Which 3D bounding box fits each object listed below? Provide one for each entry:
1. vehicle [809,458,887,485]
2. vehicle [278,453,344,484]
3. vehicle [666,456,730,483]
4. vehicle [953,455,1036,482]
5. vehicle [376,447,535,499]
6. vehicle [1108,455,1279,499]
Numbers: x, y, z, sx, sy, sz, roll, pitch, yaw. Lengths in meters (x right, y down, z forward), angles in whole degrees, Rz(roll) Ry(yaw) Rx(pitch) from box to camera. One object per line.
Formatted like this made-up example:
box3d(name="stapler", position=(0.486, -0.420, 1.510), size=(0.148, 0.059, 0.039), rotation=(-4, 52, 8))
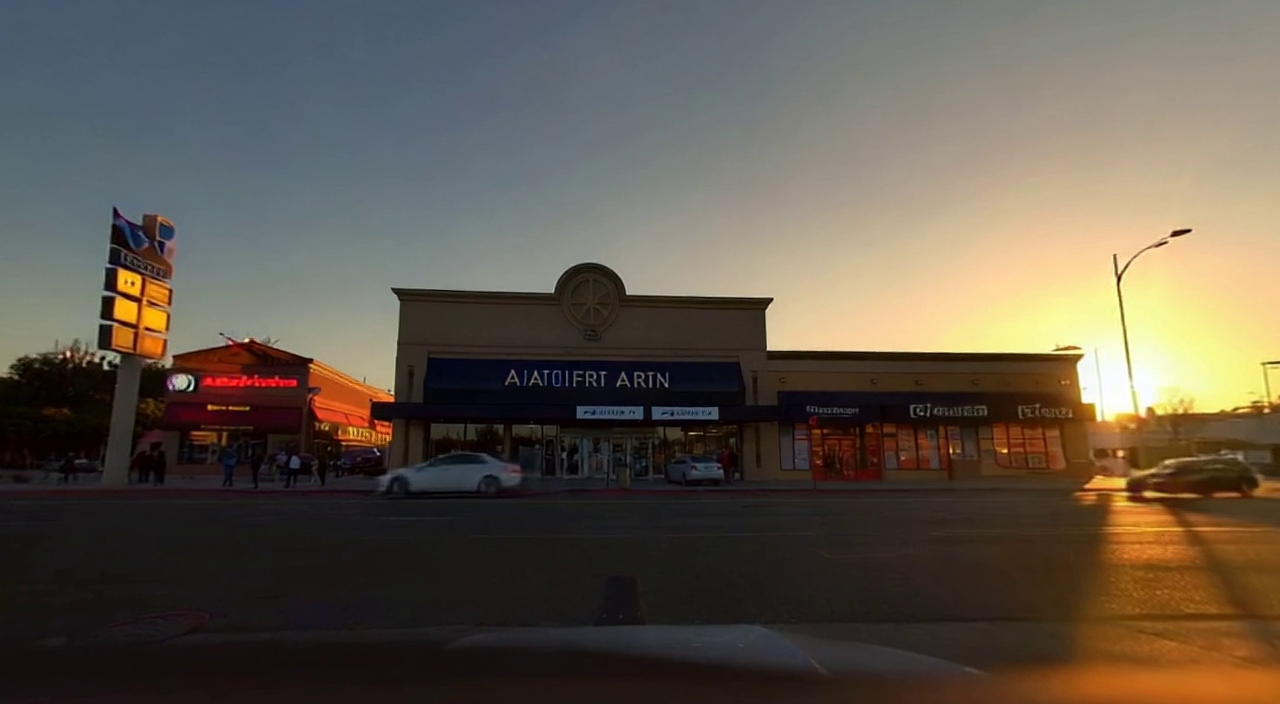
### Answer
box3d(name="vehicle", position=(12.959, 7.430, 39.563), size=(1.791, 1.453, 4.593), rotation=(5, -10, -29))
box3d(name="vehicle", position=(-20.034, 7.021, 38.399), size=(4.596, 1.680, 1.936), rotation=(-7, -11, 41))
box3d(name="vehicle", position=(3.561, 7.331, 39.738), size=(1.812, 1.468, 4.519), rotation=(5, -10, -28))
box3d(name="vehicle", position=(25.726, 8.402, 45.931), size=(4.838, 1.799, 1.914), rotation=(-7, -11, 39))
box3d(name="vehicle", position=(-6.223, 4.147, 21.886), size=(4.889, 1.659, 2.059), rotation=(1, -9, -4))
box3d(name="vehicle", position=(19.892, 4.466, 22.806), size=(4.661, 1.478, 1.878), rotation=(1, -9, -6))
